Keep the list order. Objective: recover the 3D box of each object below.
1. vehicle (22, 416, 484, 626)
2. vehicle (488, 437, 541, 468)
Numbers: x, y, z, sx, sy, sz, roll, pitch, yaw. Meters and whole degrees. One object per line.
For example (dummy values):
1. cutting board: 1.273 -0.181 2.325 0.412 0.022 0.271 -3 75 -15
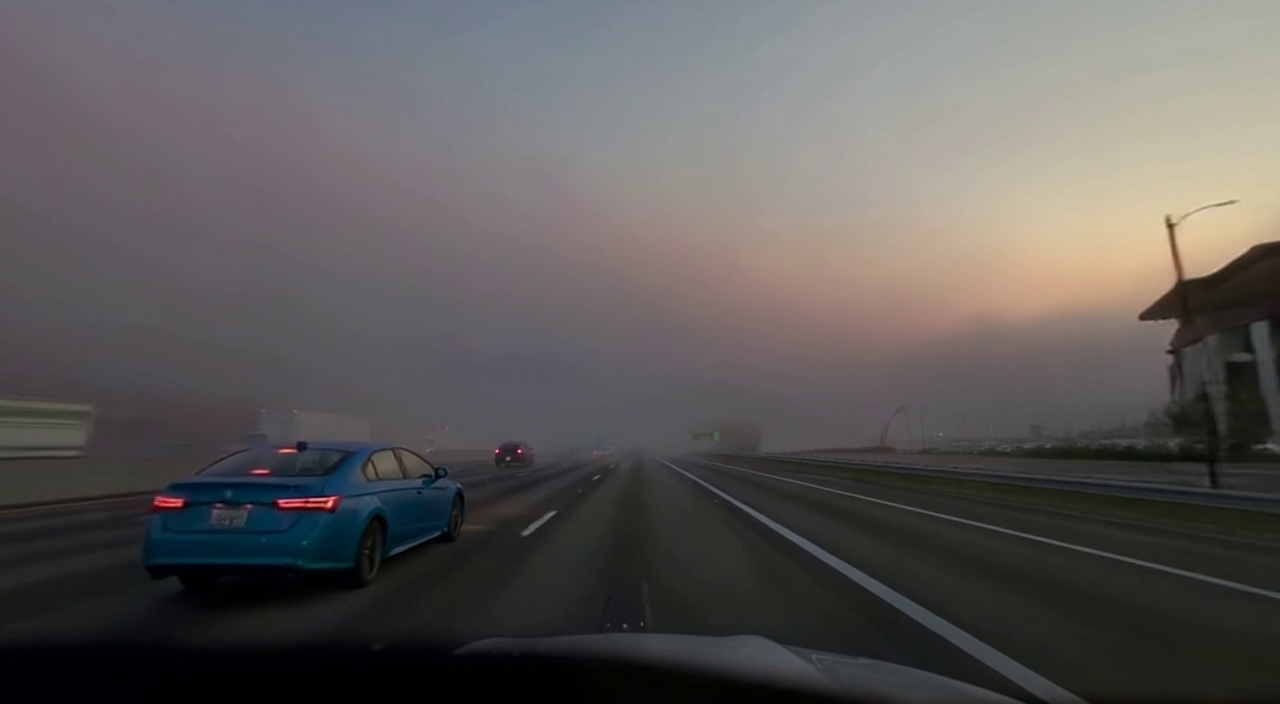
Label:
1. vehicle: -3.562 1.650 7.311 2.144 1.565 4.951 0 -8 1
2. vehicle: -7.256 5.852 36.826 2.118 1.675 4.395 0 -8 1
